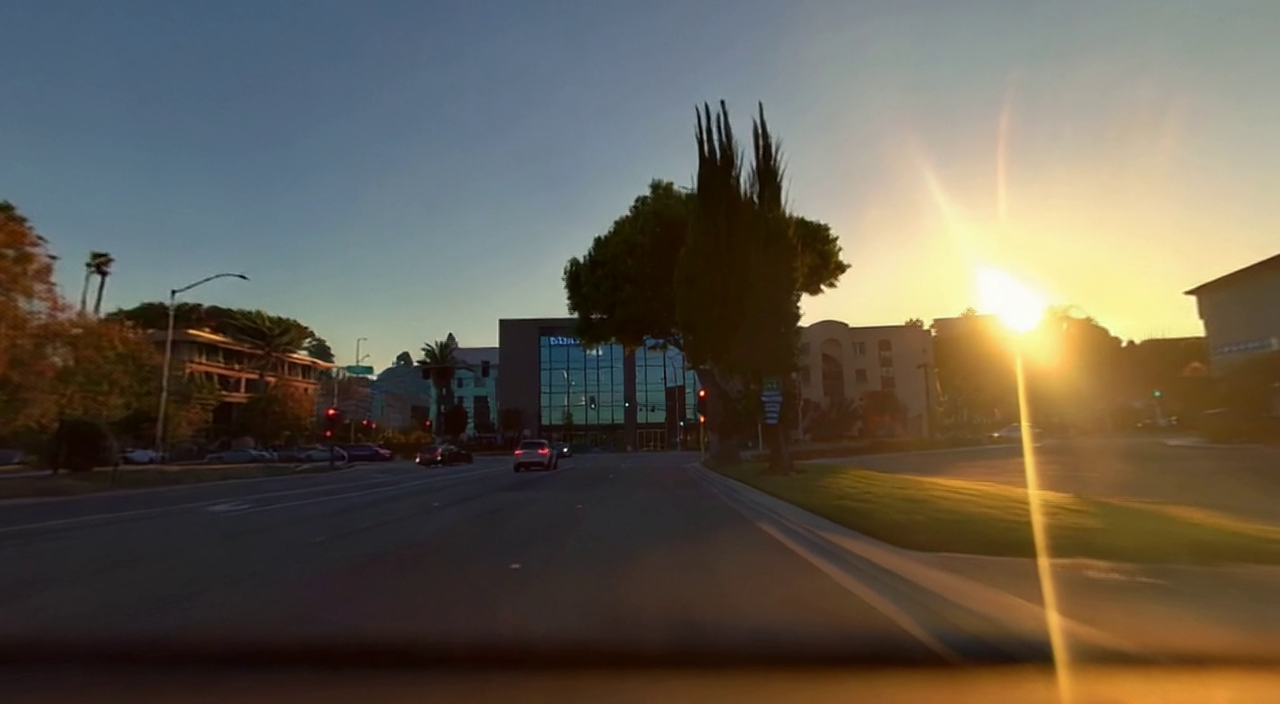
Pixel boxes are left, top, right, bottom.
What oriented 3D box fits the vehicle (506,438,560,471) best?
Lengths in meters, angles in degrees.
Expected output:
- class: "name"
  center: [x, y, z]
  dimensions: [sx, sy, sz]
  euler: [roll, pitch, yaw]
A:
- class: "vehicle"
  center: [-6.022, 5.857, 35.974]
  dimensions: [2.121, 1.731, 4.707]
  euler: [0, -8, 1]
